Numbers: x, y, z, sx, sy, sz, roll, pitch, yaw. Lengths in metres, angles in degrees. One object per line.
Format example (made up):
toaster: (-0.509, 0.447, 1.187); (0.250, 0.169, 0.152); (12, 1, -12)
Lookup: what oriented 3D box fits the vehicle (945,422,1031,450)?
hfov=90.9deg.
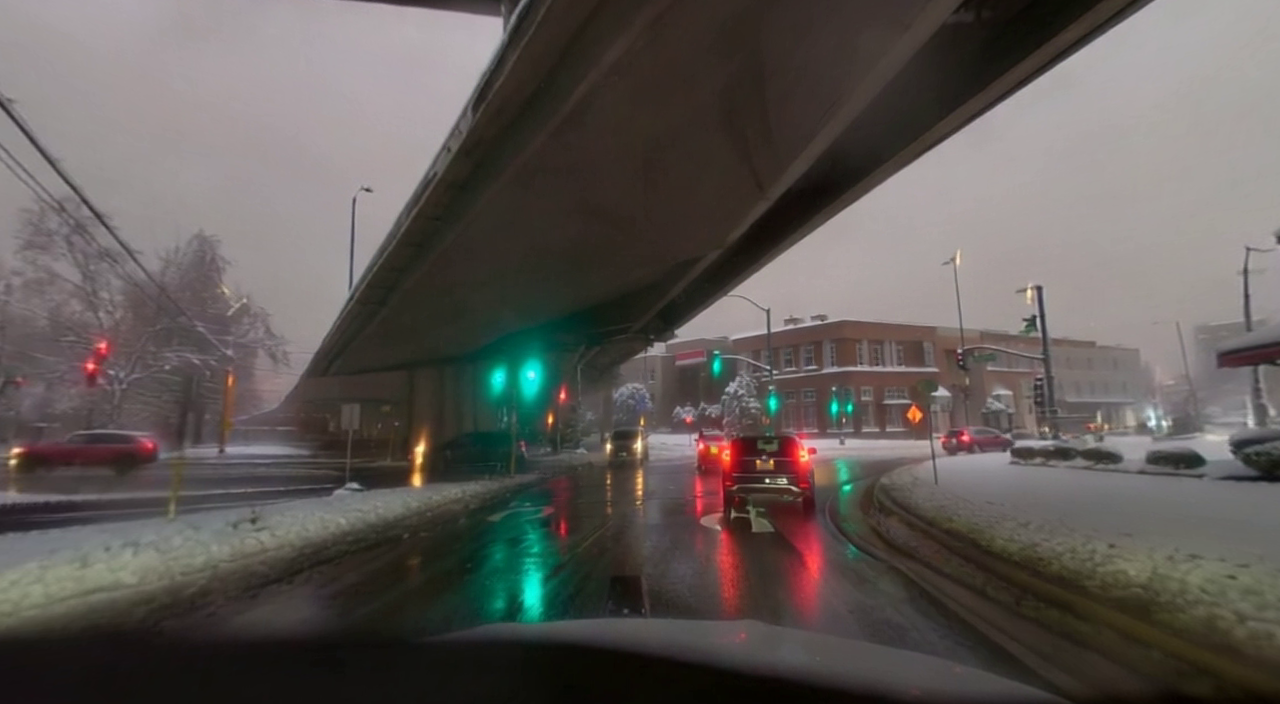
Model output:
vehicle: (21.641, 5.246, 39.247); (4.755, 1.623, 2.290); (4, -9, -26)

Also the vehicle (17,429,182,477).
vehicle: (-22.730, 4.270, 26.815); (4.827, 1.885, 2.008); (4, -9, -25)

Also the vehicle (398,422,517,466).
vehicle: (-8.421, 4.284, 29.306); (4.761, 1.930, 2.175); (-2, -9, 12)

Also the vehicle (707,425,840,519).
vehicle: (2.574, 2.357, 12.980); (2.195, 1.571, 4.353); (-1, -8, 8)

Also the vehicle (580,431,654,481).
vehicle: (-0.662, 3.563, 21.940); (2.214, 1.519, 4.704); (-1, -8, 2)

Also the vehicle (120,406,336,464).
vehicle: (-29.783, 6.240, 47.164); (3.136, 3.659, 13.988); (-4, -9, 23)
